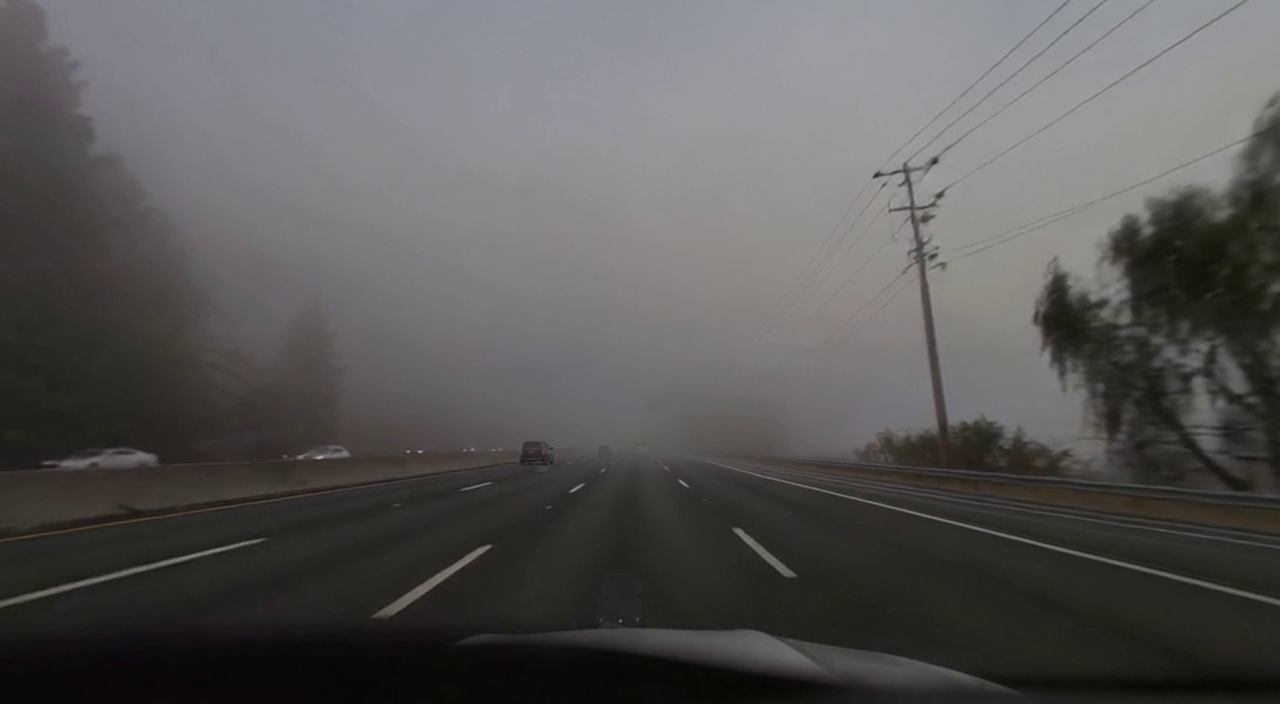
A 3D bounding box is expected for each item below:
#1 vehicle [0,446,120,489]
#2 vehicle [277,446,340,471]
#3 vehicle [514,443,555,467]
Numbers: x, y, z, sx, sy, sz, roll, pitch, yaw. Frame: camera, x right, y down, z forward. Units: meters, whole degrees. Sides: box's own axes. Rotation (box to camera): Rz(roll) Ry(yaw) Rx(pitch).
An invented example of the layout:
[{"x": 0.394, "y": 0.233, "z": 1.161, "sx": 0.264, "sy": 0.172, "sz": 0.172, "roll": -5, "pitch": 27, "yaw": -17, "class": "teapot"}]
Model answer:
[{"x": -25.944, "y": 5.008, "z": 27.620, "sx": 2.017, "sy": 1.682, "sz": 4.902, "roll": 0, "pitch": -9, "yaw": 0, "class": "vehicle"}, {"x": -22.252, "y": 7.140, "z": 42.423, "sx": 1.864, "sy": 1.549, "sz": 4.366, "roll": 0, "pitch": -9, "yaw": -1, "class": "vehicle"}, {"x": -7.206, "y": 7.095, "z": 43.479, "sx": 2.034, "sy": 1.563, "sz": 4.476, "roll": 0, "pitch": -9, "yaw": 1, "class": "vehicle"}]
